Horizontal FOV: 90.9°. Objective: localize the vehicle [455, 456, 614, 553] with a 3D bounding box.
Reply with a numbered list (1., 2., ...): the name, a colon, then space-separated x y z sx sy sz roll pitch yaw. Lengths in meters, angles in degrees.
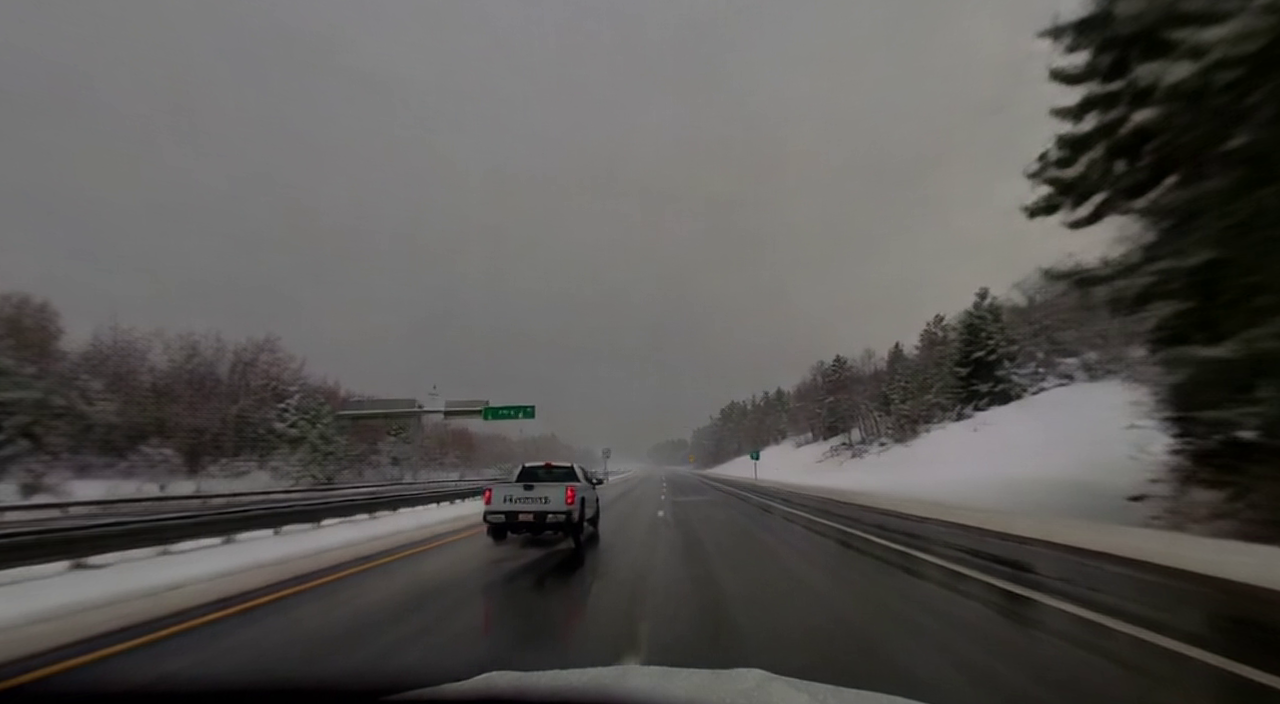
1. vehicle: -1.805 2.933 12.746 2.135 1.506 5.041 0 -11 3
